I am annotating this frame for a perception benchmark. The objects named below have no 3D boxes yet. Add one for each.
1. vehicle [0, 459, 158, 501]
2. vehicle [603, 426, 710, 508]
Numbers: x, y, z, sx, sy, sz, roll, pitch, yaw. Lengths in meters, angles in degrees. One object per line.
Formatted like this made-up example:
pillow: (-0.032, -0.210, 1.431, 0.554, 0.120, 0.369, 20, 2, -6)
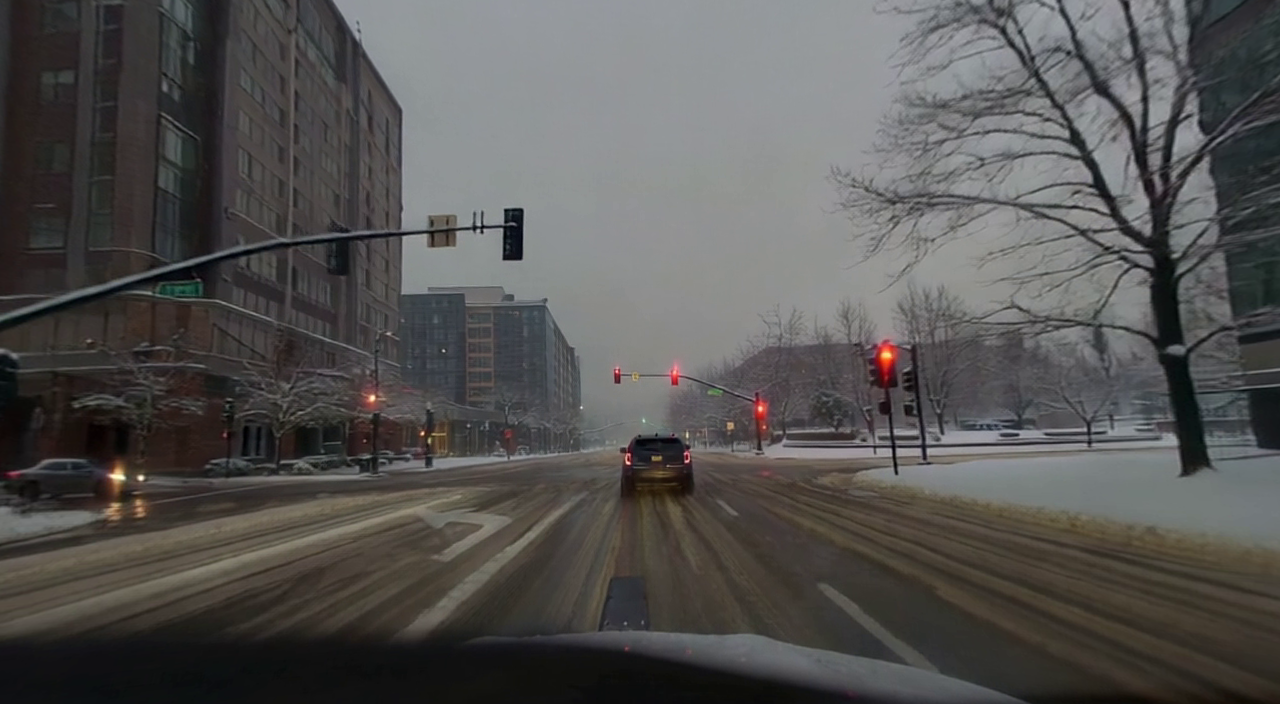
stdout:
vehicle: (-21.403, 4.840, 24.028, 4.494, 1.475, 1.893, -1, -8, 3)
vehicle: (0.331, 2.653, 14.968, 2.184, 1.640, 4.086, 0, -8, 0)
